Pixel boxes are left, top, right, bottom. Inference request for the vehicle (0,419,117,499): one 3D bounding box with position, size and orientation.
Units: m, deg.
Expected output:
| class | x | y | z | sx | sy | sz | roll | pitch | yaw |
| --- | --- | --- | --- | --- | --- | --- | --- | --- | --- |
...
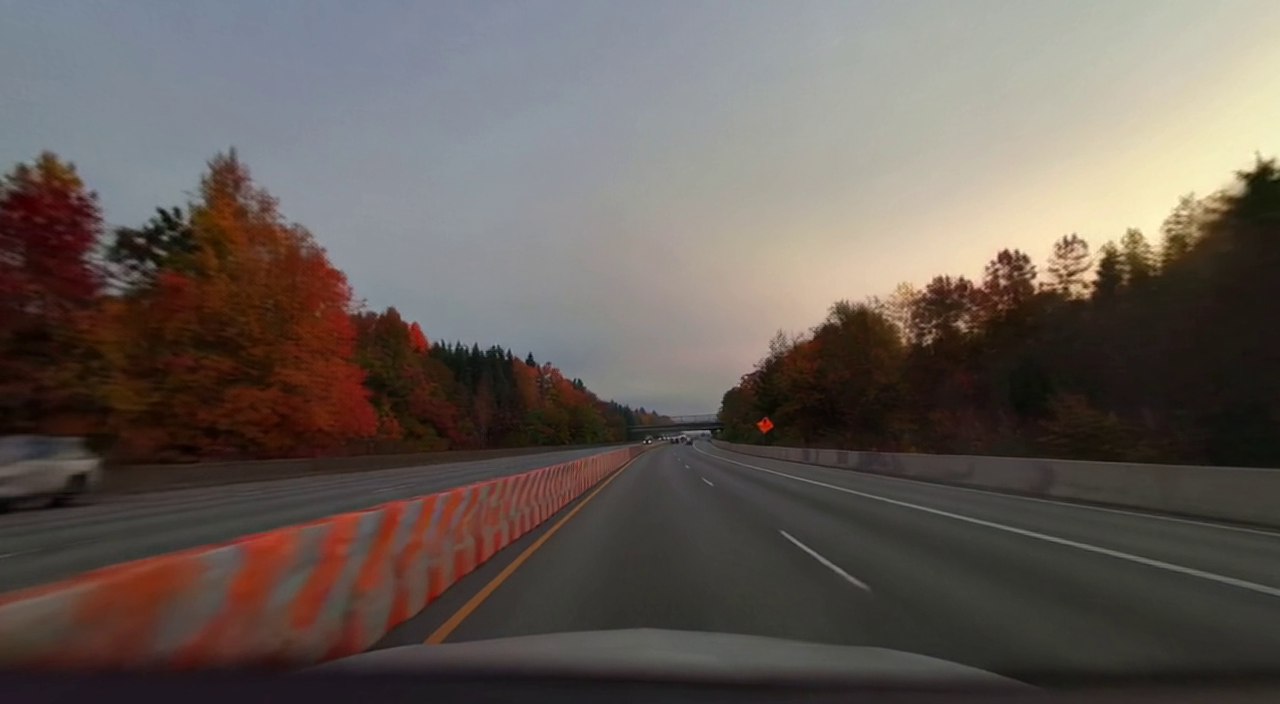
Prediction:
| class | x | y | z | sx | sy | sz | roll | pitch | yaw |
| --- | --- | --- | --- | --- | --- | --- | --- | --- | --- |
| vehicle | -14.906 | 2.403 | 14.190 | 1.984 | 1.726 | 4.775 | 0 | -8 | 2 |
